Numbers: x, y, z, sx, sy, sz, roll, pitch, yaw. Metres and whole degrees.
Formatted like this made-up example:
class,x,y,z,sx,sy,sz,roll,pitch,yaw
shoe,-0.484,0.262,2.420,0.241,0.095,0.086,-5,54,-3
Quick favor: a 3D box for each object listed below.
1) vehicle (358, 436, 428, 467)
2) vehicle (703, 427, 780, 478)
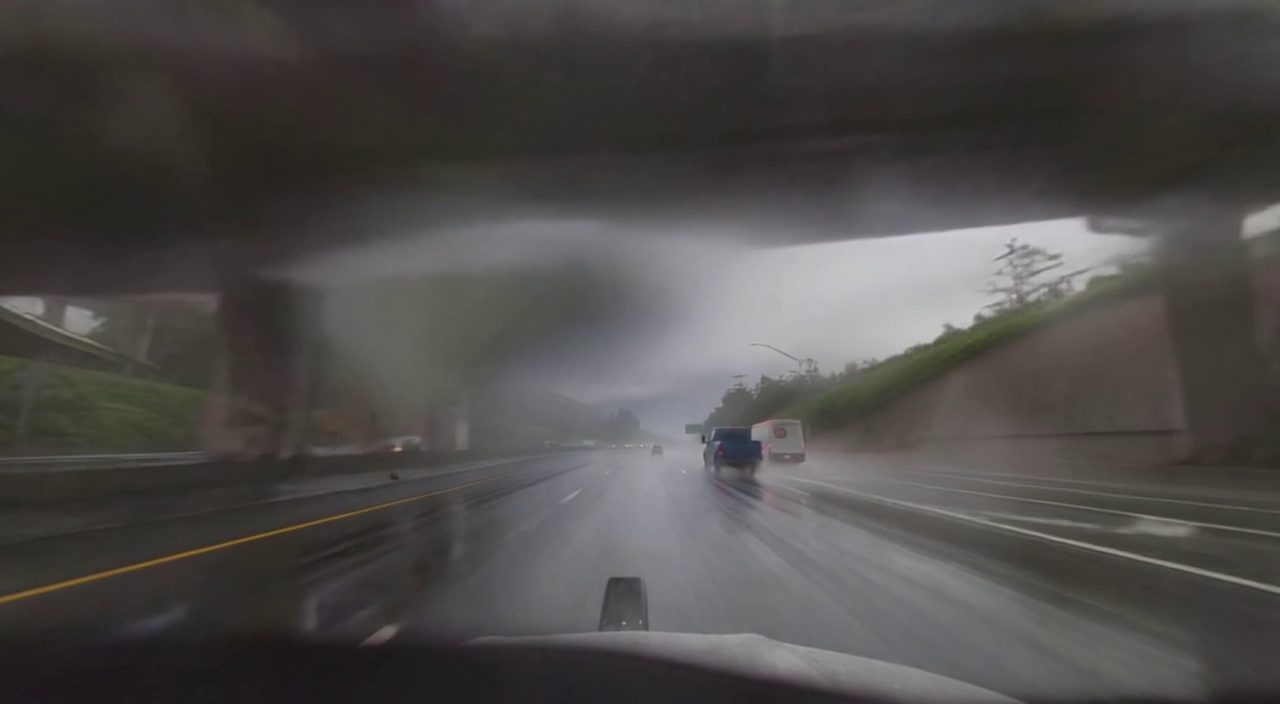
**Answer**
class,x,y,z,sx,sy,sz,roll,pitch,yaw
vehicle,-14.768,5.993,38.043,2.079,1.715,4.875,0,-9,2
vehicle,4.386,4.500,28.372,2.505,2.020,5.532,0,-9,0
